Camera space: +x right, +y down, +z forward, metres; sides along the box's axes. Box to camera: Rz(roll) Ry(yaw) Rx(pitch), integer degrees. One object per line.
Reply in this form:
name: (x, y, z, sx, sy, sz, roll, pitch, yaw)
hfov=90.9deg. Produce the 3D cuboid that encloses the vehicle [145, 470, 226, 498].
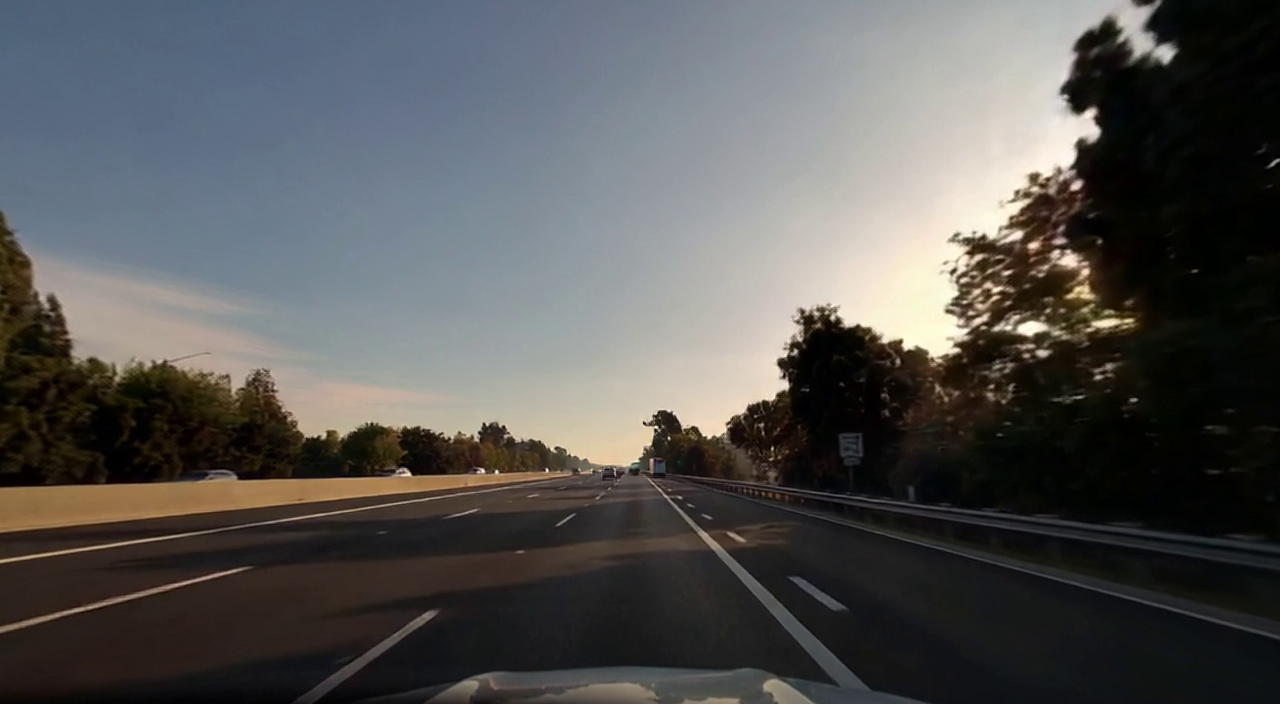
vehicle: (-26.628, 7.730, 37.093, 1.774, 1.541, 3.989, 1, -10, 0)

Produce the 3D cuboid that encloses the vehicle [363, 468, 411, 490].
vehicle: (-19.009, 9.558, 47.571, 1.803, 1.508, 4.279, 1, -10, 0)
